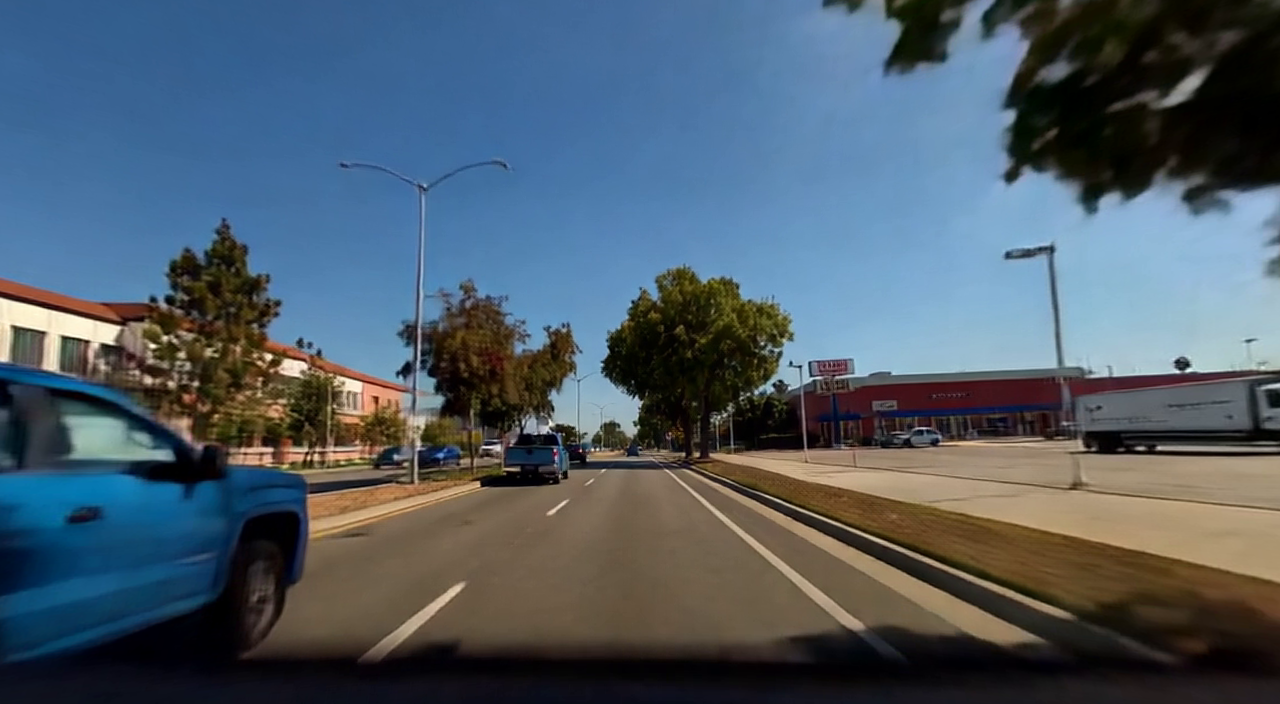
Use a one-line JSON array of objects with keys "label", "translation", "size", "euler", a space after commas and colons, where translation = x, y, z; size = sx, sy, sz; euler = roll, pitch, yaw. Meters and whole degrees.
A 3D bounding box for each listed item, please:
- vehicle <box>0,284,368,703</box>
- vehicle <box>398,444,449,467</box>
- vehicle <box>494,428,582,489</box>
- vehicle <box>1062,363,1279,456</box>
[{"label": "vehicle", "translation": [-3.207, 0.693, 2.049], "size": [2.277, 1.801, 5.250], "euler": [0, -8, 0]}, {"label": "vehicle", "translation": [-14.928, 7.127, 43.658], "size": [2.047, 1.489, 4.216], "euler": [0, -8, 1]}, {"label": "vehicle", "translation": [-3.281, 3.576, 21.510], "size": [2.065, 1.790, 5.417], "euler": [0, -8, 1]}, {"label": "vehicle", "translation": [26.085, 2.940, 29.308], "size": [2.948, 3.576, 13.937], "euler": [1, -8, -2]}]
